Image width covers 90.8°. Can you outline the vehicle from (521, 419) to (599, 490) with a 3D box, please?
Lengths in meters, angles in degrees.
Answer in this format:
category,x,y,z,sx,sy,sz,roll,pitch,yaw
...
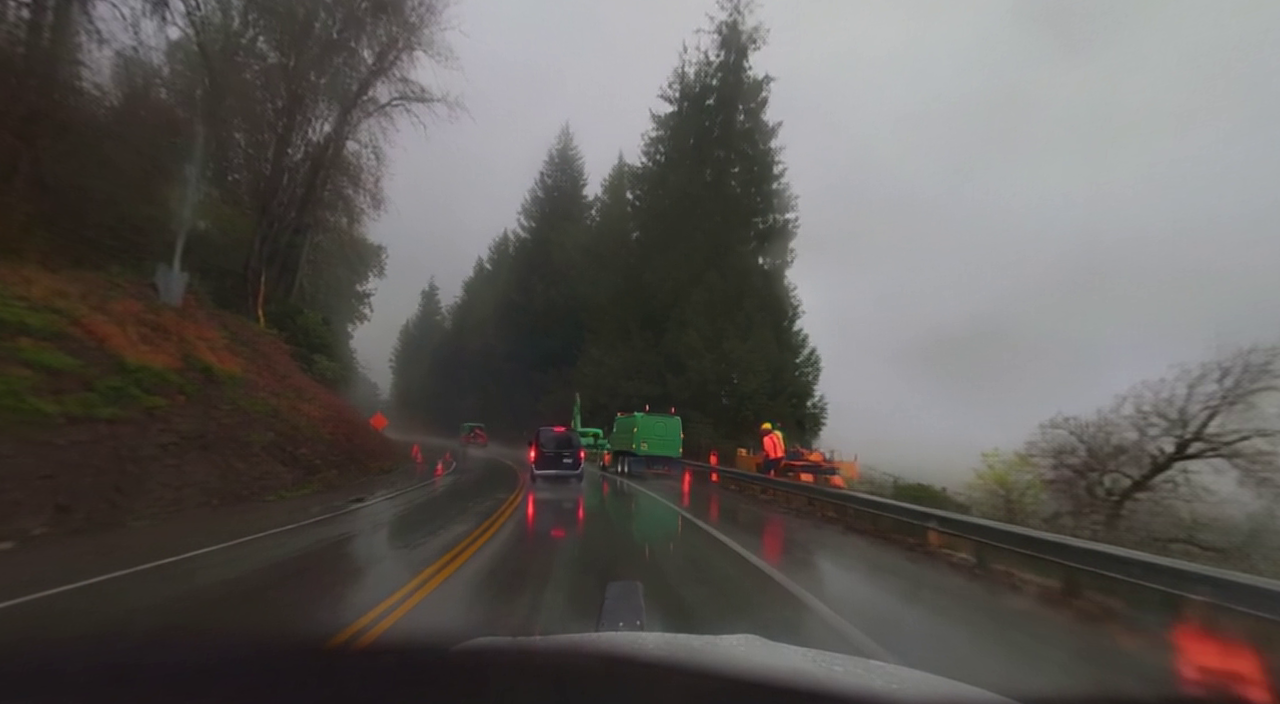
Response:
category,x,y,z,sx,sy,sz,roll,pitch,yaw
vehicle,-2.998,3.620,22.659,2.362,2.223,4.892,2,-9,-12

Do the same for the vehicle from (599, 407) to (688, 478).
category,x,y,z,sx,sy,sz,roll,pitch,yaw
vehicle,-0.090,4.789,33.917,3.126,3.310,8.534,1,-8,-11
